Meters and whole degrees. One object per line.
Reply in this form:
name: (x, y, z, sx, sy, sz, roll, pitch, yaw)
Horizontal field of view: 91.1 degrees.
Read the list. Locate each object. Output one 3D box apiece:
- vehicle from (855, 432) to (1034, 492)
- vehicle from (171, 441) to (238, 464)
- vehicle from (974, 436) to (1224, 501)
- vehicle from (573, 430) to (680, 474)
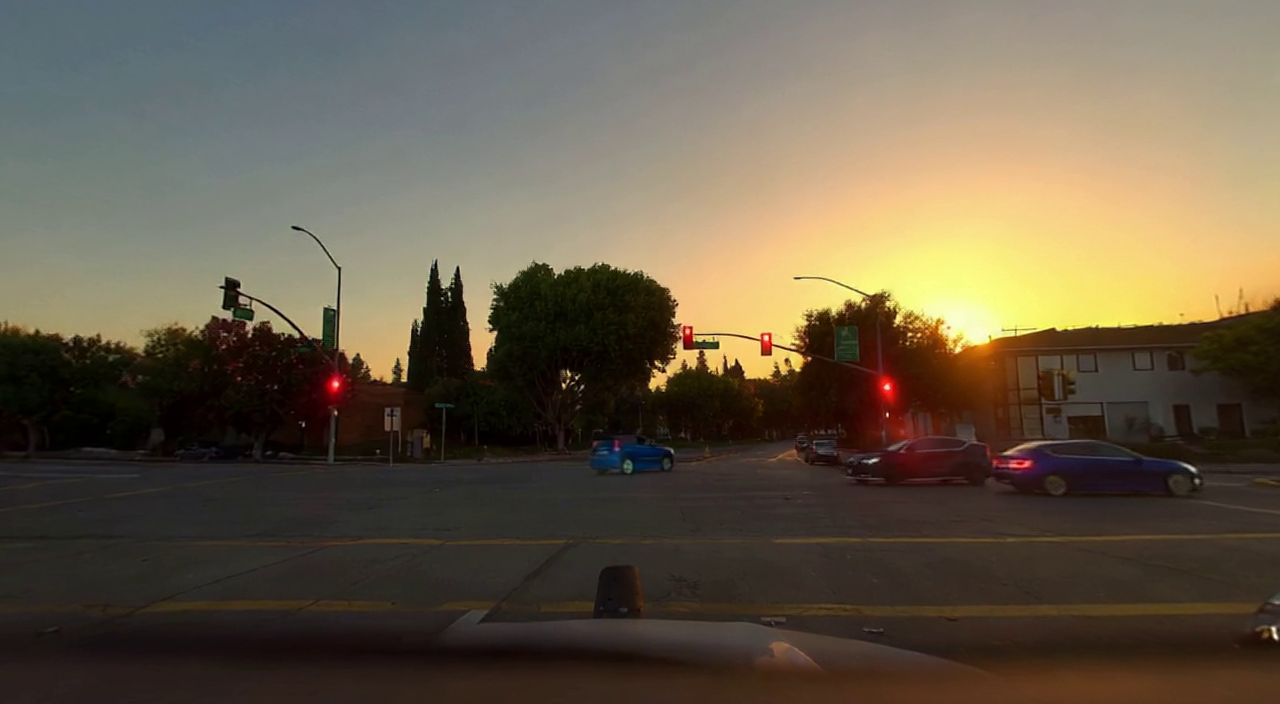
vehicle: (9.591, 3.463, 20.059, 4.580, 1.768, 2.134, 0, -8, -3)
vehicle: (-29.105, 6.699, 42.040, 1.696, 1.431, 3.686, -1, -8, 3)
vehicle: (11.891, 3.029, 16.545, 5.000, 1.559, 1.960, 0, -8, 0)
vehicle: (-0.532, 4.316, 27.293, 4.346, 1.753, 1.994, 7, -11, -40)
